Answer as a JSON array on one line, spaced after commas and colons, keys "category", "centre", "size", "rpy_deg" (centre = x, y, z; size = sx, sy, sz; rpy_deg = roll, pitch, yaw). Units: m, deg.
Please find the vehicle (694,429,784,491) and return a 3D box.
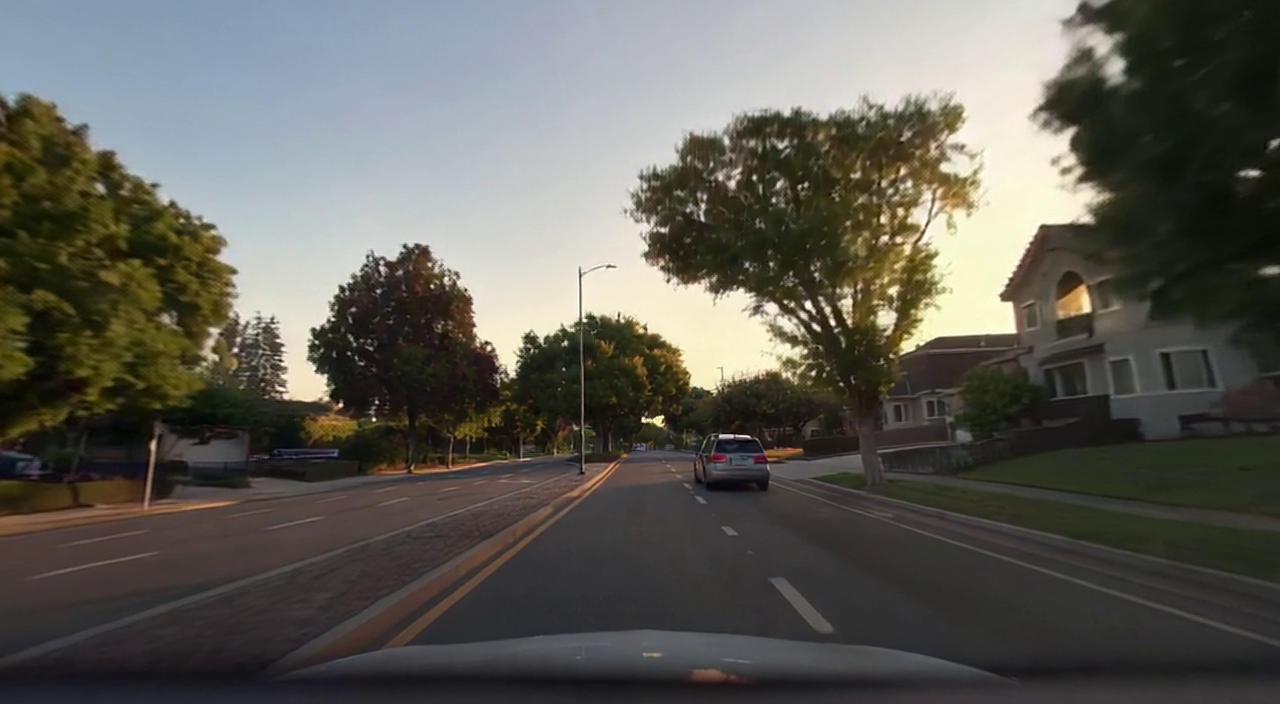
[{"category": "vehicle", "centre": [3.059, 3.466, 20.572], "size": [2.180, 1.773, 4.639], "rpy_deg": [0, -8, 0]}]
